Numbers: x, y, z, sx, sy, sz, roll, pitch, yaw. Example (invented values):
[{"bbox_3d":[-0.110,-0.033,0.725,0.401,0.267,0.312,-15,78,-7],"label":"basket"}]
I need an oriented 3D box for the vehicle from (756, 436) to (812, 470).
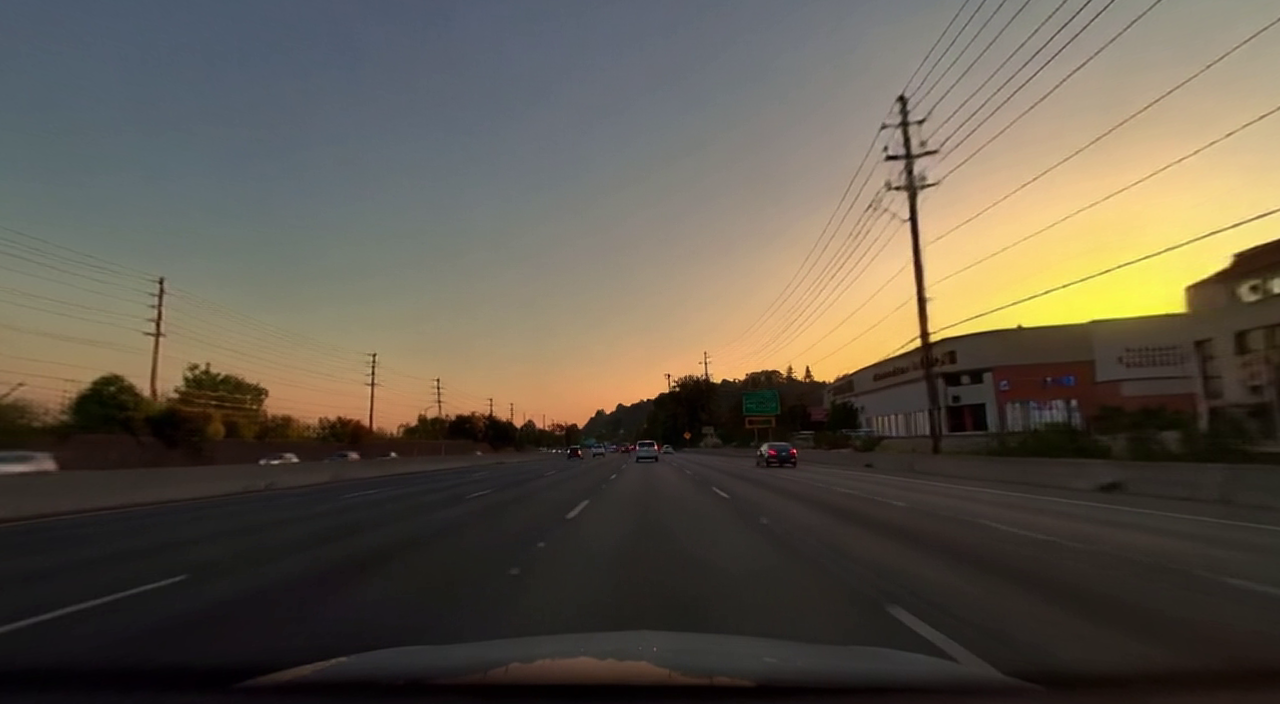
[{"bbox_3d":[7.624,5.397,33.784,1.937,1.698,4.322,0,-8,-1],"label":"vehicle"}]
